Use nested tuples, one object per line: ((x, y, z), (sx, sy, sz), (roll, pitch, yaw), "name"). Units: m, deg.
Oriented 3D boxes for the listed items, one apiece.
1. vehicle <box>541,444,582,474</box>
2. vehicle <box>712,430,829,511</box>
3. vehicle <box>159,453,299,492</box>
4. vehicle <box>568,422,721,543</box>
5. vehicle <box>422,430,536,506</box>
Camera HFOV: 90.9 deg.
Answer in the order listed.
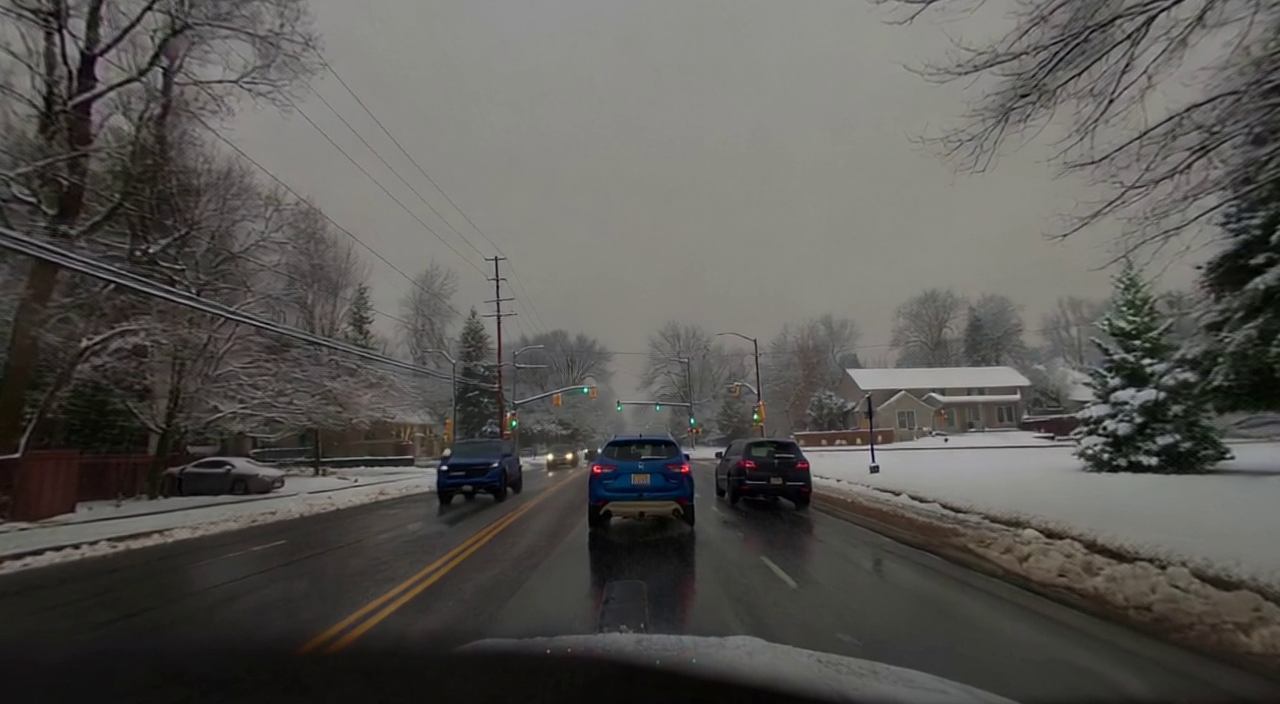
((-4.888, 6.699, 39.714), (2.063, 1.727, 3.923), (0, -9, 0), "vehicle")
((3.076, 2.905, 15.902), (1.967, 1.756, 4.281), (0, -9, -1), "vehicle")
((-16.179, 4.749, 24.962), (4.245, 1.446, 1.827), (0, -9, 0), "vehicle")
((0.039, 2.160, 11.043), (2.151, 1.695, 4.100), (0, -9, -1), "vehicle")
((-4.671, 3.457, 19.333), (2.138, 1.938, 5.584), (0, -9, -1), "vehicle")
